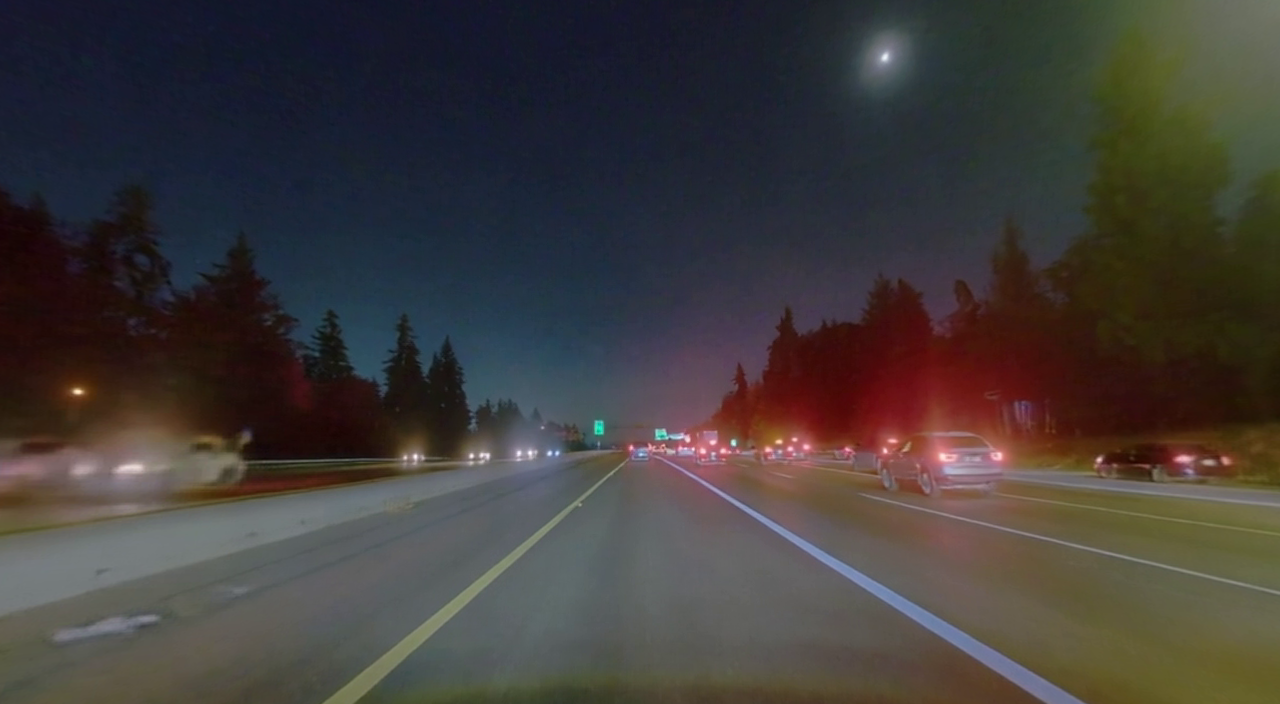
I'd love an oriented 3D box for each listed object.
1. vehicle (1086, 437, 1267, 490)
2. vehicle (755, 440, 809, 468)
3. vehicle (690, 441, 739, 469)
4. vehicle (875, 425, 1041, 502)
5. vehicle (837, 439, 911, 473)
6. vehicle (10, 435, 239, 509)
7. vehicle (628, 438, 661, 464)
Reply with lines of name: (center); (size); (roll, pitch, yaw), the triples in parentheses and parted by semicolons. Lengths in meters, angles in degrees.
vehicle: (16.697, 3.464, 20.020); (1.908, 1.468, 4.457); (0, -8, 2)
vehicle: (7.792, 5.618, 34.955); (1.919, 1.476, 4.303); (0, -8, -1)
vehicle: (4.033, 5.615, 34.662); (2.118, 1.438, 4.312); (0, -8, -1)
vehicle: (7.892, 2.797, 16.206); (1.986, 1.703, 4.226); (0, -8, -1)
vehicle: (10.885, 4.859, 29.659); (1.845, 1.456, 4.240); (0, -8, 0)
vehicle: (-13.939, 3.244, 17.633); (2.057, 1.734, 5.135); (0, -8, 0)
vehicle: (0.286, 6.595, 42.284); (2.124, 1.639, 4.122); (0, -8, 0)
